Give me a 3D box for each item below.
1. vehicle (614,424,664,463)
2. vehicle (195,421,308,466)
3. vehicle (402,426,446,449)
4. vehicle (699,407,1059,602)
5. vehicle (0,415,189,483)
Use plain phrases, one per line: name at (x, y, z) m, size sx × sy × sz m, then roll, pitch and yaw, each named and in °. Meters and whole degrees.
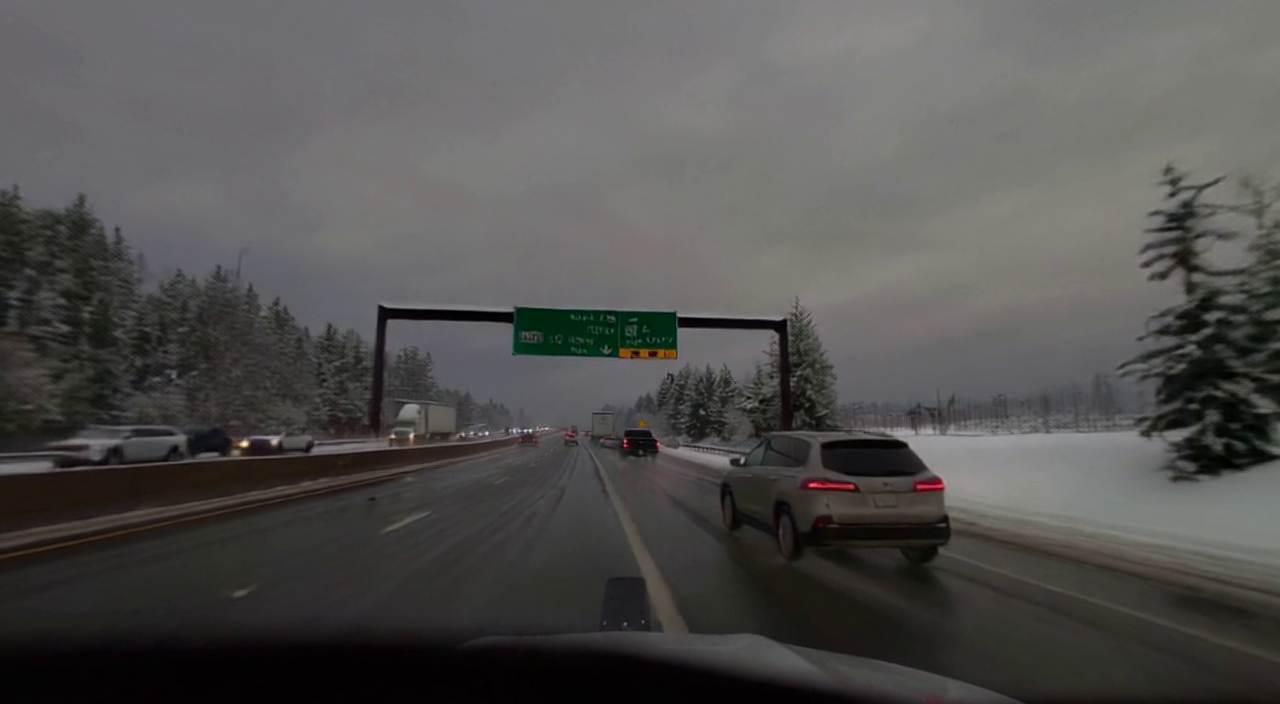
vehicle at (-0.142, 4.968, 34.245) m, size 2.207 × 1.937 × 5.610 m, roll 1°, pitch -8°, yaw -5°
vehicle at (-13.183, 3.133, 21.601) m, size 1.853 × 1.406 × 3.495 m, roll 1°, pitch -8°, yaw -5°
vehicle at (-15.611, 6.220, 45.633) m, size 1.921 × 1.507 × 4.664 m, roll 0°, pitch -8°, yaw -5°
vehicle at (2.111, 1.508, 7.228) m, size 2.127 × 1.497 × 4.445 m, roll 1°, pitch -8°, yaw -4°
vehicle at (-12.946, 2.321, 15.220) m, size 1.610 × 1.420 × 3.445 m, roll 1°, pitch -8°, yaw -4°
